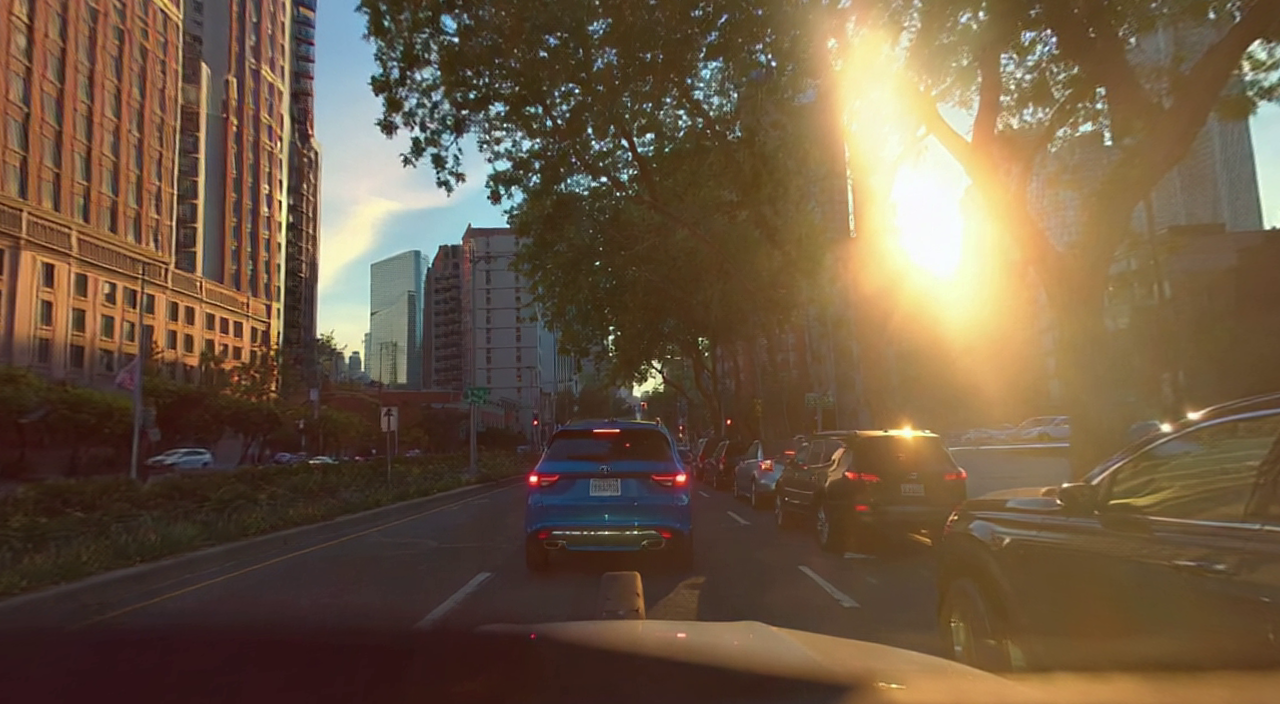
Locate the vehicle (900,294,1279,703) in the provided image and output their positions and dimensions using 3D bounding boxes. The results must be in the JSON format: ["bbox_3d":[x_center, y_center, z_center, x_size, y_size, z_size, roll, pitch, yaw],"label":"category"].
[{"bbox_3d":[2.995,0.753,2.245,2.063,1.760,4.664,0,-9,-1],"label":"vehicle"}]

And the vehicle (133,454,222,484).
[{"bbox_3d":[-25.841,6.537,35.552,1.960,1.459,4.699,1,-9,-8],"label":"vehicle"}]

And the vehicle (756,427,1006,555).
[{"bbox_3d":[3.270,1.990,9.799,1.941,1.482,4.632,0,-9,-2],"label":"vehicle"}]

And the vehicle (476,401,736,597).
[{"bbox_3d":[-0.346,1.588,7.618,2.249,1.684,4.084,0,-9,-1],"label":"vehicle"}]
